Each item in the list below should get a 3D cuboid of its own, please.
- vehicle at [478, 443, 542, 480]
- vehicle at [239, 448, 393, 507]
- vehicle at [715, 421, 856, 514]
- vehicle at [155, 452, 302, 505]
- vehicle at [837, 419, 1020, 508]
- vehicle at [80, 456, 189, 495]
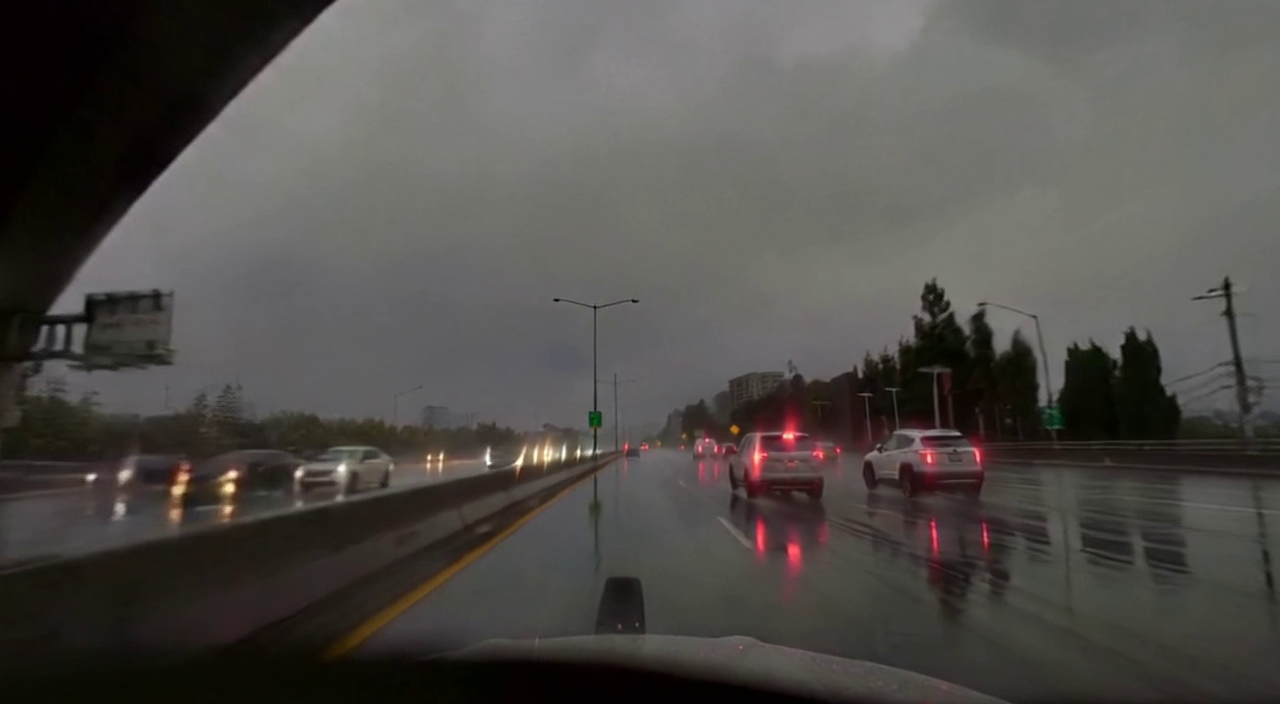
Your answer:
[{"bbox_3d":[-5.762,4.890,28.530,1.948,1.554,4.122,0,-9,1],"label":"vehicle"},{"bbox_3d":[-9.344,3.624,18.768,2.076,1.492,4.669,0,-9,0],"label":"vehicle"},{"bbox_3d":[2.962,2.474,13.950,2.059,1.711,4.302,0,-9,-1],"label":"vehicle"},{"bbox_3d":[-13.256,4.064,20.709,2.186,1.521,3.866,0,-9,0],"label":"vehicle"},{"bbox_3d":[6.656,2.645,15.385,2.040,1.801,4.959,0,-9,-1],"label":"vehicle"},{"bbox_3d":[-24.596,5.987,30.953,1.869,1.649,4.303,0,-9,-3],"label":"vehicle"}]
